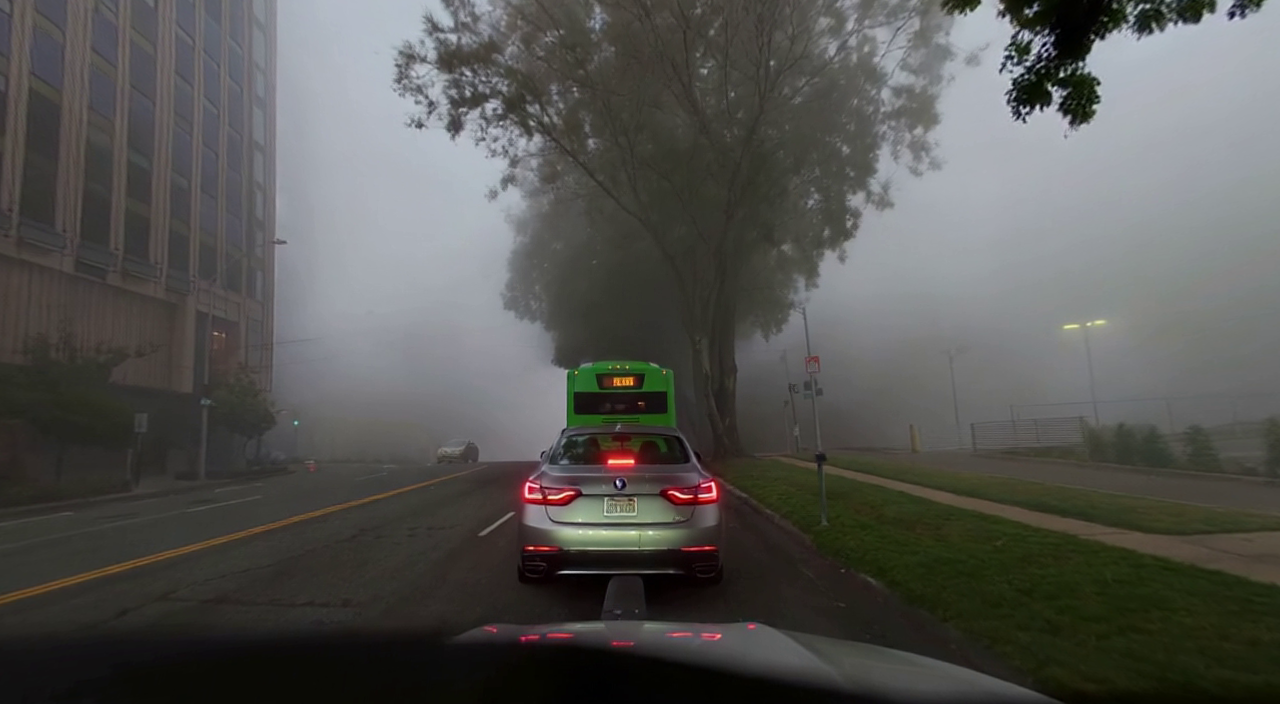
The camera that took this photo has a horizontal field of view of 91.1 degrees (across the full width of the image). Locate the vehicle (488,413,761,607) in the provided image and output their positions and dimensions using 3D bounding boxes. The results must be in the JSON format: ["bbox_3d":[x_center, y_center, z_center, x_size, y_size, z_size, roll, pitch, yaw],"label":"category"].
[{"bbox_3d":[-0.154,1.463,6.803,2.064,1.452,3.942,0,-8,-1],"label":"vehicle"}]
